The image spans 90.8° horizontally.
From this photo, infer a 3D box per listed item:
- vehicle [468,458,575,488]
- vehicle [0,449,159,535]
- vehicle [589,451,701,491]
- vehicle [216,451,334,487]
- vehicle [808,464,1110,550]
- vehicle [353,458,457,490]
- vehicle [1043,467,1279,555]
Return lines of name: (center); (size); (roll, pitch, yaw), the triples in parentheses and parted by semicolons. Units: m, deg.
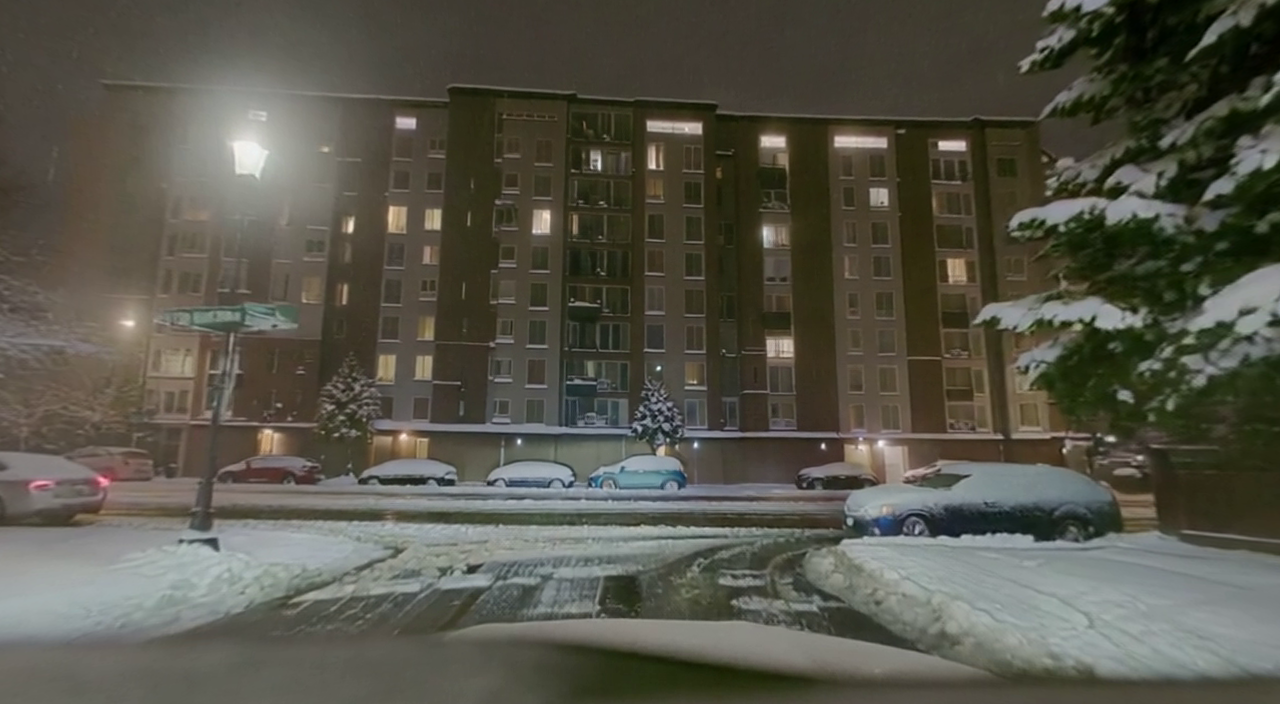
vehicle: (-5.680, 5.897, 30.723); (4.851, 1.339, 1.785); (-1, -12, -2)
vehicle: (-12.430, 2.674, 12.344); (4.359, 1.519, 1.964); (0, -9, -1)
vehicle: (0.168, 5.802, 30.809); (5.299, 1.860, 2.098); (1, -10, -4)
vehicle: (-17.437, 5.590, 30.376); (4.426, 1.641, 1.889); (1, -10, -4)
vehicle: (5.896, 2.920, 12.222); (4.714, 1.471, 1.978); (0, -10, 2)
vehicle: (-11.301, 5.886, 30.587); (4.336, 1.438, 1.776); (1, -9, -3)
vehicle: (10.644, 3.004, 12.260); (4.163, 1.500, 2.076); (0, -10, 0)
